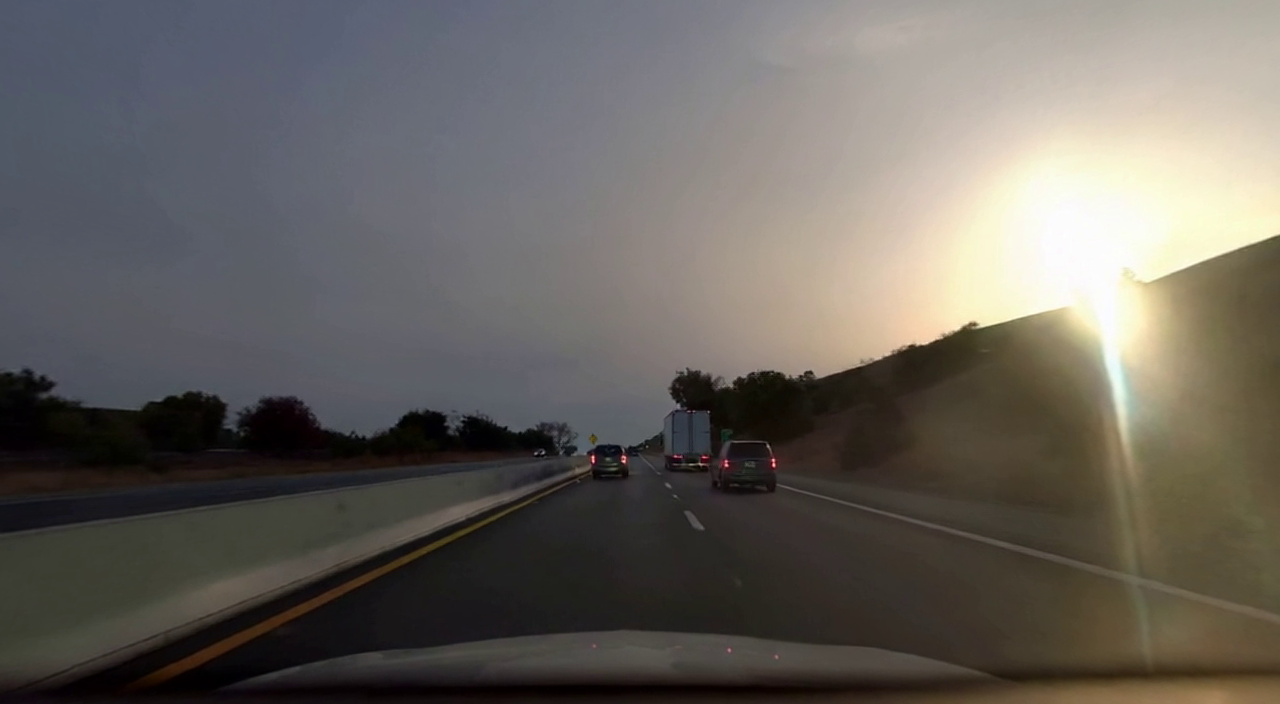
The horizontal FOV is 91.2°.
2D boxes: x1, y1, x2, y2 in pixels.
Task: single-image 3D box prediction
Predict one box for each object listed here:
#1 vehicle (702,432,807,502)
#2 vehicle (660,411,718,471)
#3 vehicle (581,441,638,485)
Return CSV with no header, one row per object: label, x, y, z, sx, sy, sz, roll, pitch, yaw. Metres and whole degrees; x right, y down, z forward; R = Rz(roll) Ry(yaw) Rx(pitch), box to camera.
vehicle,3.111,3.244,18.012,2.230,1.715,4.243,0,-9,0
vehicle,3.403,6.680,46.537,3.143,3.880,10.117,0,-9,-2
vehicle,-1.170,4.637,26.446,2.181,1.653,4.691,0,-9,0
